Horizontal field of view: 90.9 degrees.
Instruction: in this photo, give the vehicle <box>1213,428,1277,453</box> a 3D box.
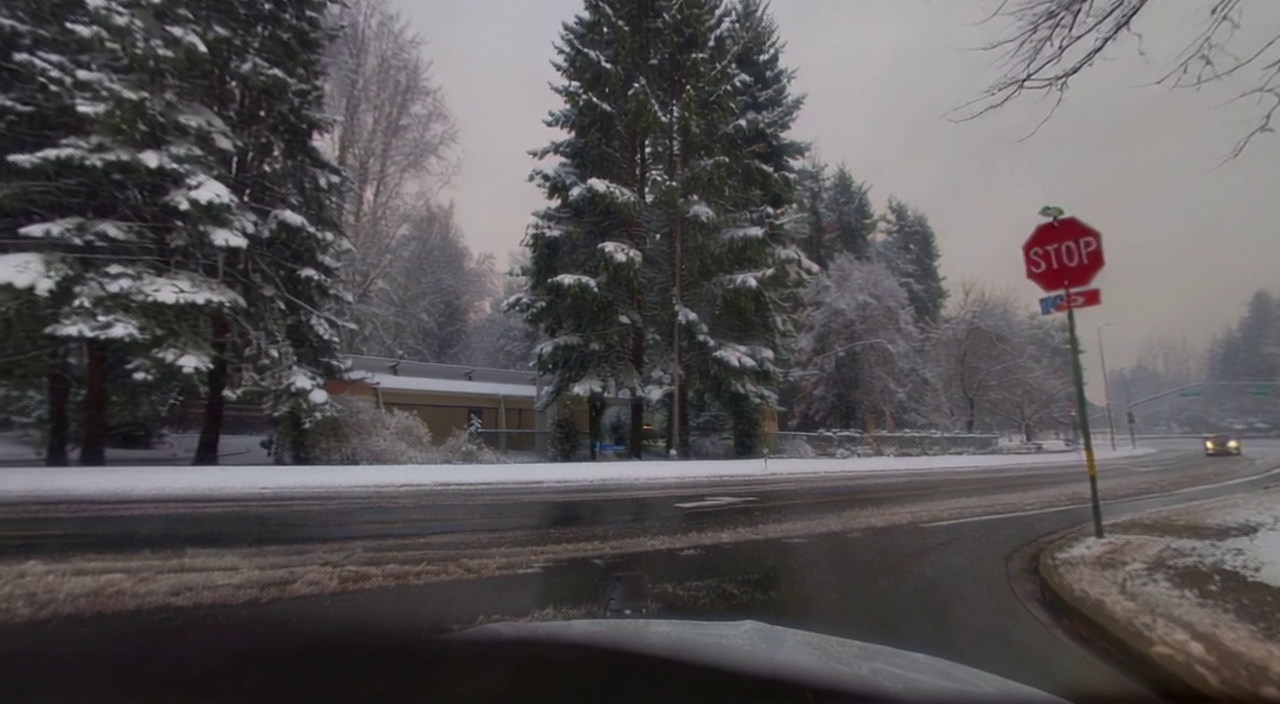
[{"bbox_3d":[38.327,5.605,39.892,4.473,1.474,2.108,6,-10,-37],"label":"vehicle"}]
